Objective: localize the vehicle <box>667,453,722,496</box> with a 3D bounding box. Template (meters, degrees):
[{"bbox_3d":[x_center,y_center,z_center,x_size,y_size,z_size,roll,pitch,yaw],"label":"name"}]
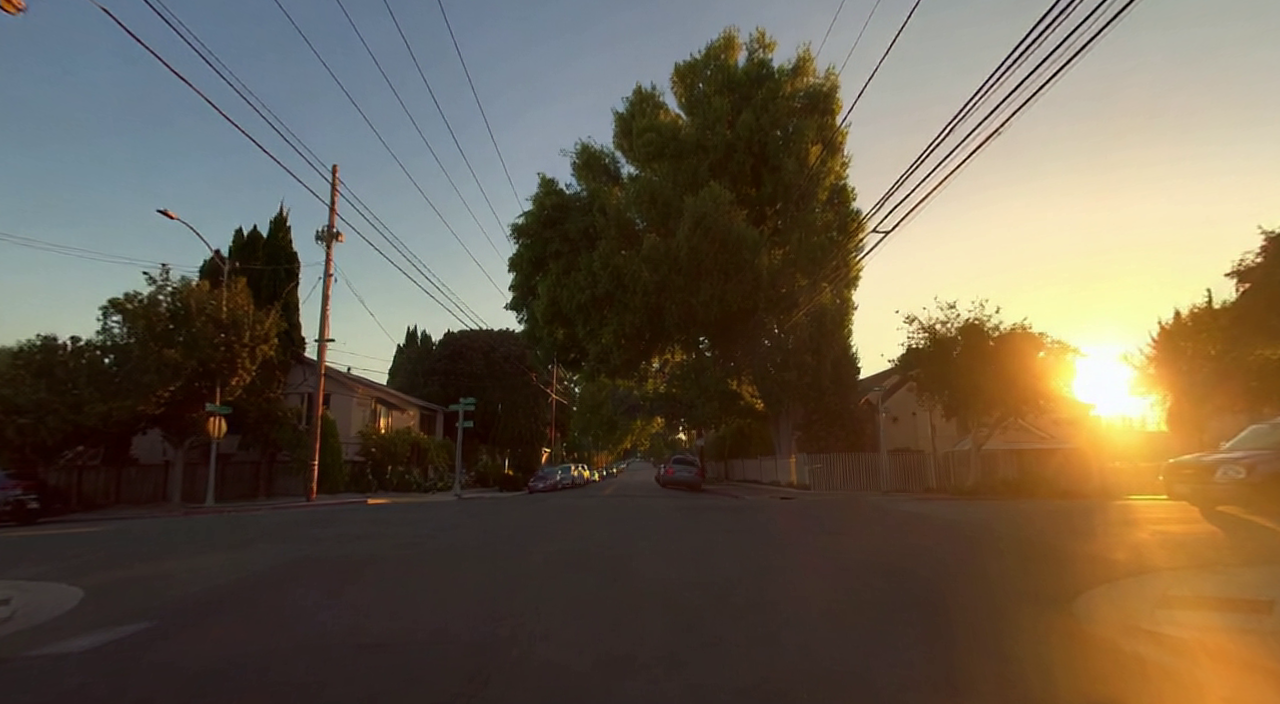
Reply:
[{"bbox_3d":[2.586,5.957,31.075,2.051,1.874,4.459,0,-8,-3],"label":"vehicle"}]

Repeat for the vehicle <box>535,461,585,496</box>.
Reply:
[{"bbox_3d":[-4.295,6.933,34.647,2.189,1.771,4.571,0,-11,-1],"label":"vehicle"}]

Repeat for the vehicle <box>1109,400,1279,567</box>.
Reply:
[{"bbox_3d":[9.694,1.689,8.565,4.677,1.949,2.334,-1,-8,3],"label":"vehicle"}]
